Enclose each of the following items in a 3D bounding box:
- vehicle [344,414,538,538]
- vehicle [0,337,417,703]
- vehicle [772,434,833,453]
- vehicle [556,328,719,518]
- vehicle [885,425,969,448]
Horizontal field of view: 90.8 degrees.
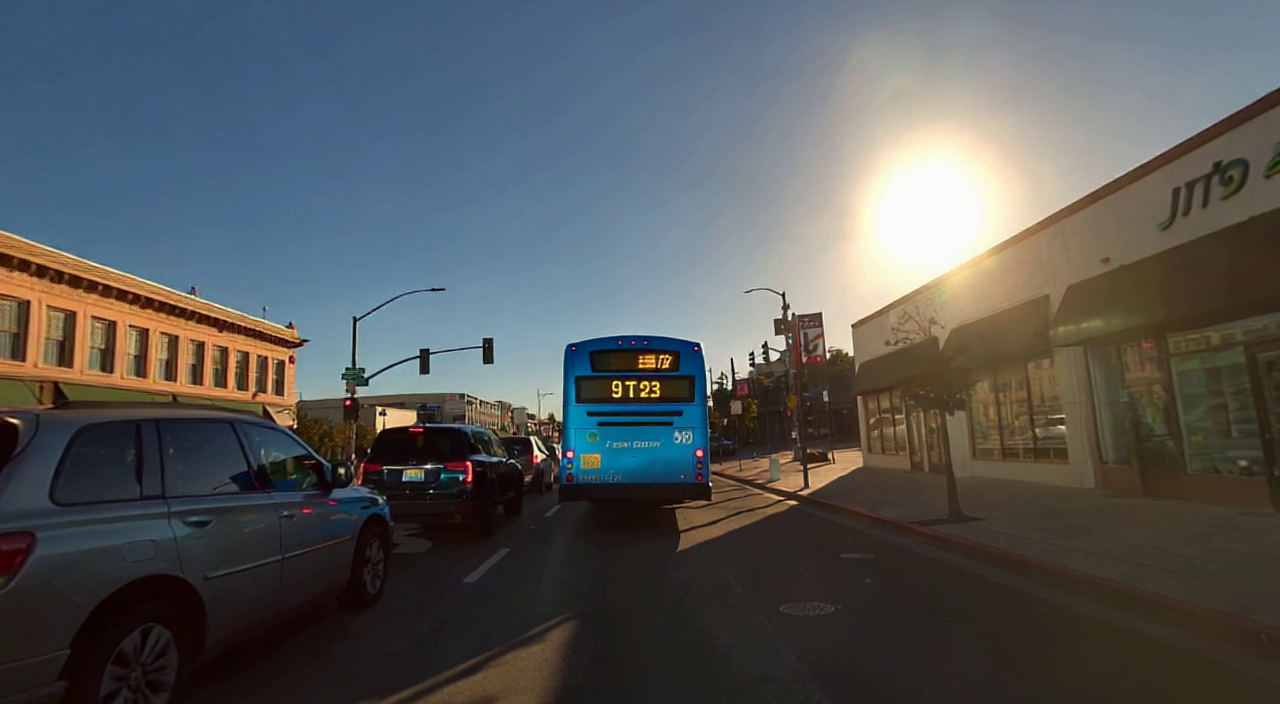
[{"bbox_3d":[-3.345,2.198,11.787,2.096,1.828,4.669,0,-8,0],"label":"vehicle"},{"bbox_3d":[-3.212,1.093,3.980,2.020,1.725,4.384,0,-8,0],"label":"vehicle"},{"bbox_3d":[11.950,6.742,46.664,3.949,1.337,1.738,0,-9,-3],"label":"vehicle"},{"bbox_3d":[-0.297,2.005,16.560,2.938,3.468,9.972,0,-9,-3],"label":"vehicle"},{"bbox_3d":[19.432,5.755,42.918,4.774,1.492,1.802,0,-9,-1],"label":"vehicle"}]
